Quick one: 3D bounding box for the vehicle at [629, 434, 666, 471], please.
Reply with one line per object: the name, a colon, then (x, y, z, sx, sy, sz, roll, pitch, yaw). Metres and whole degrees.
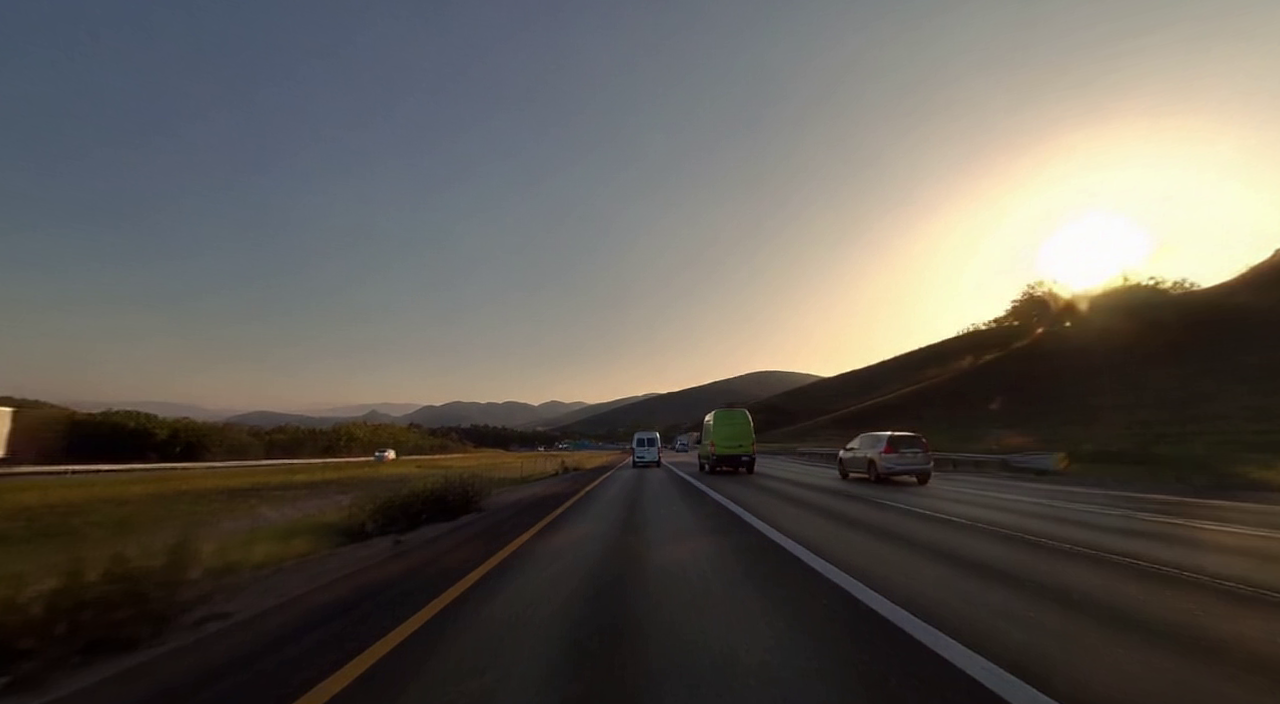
vehicle: (0.436, 6.202, 39.177, 2.131, 2.122, 4.473, 0, -8, 0)

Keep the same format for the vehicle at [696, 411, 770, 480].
vehicle: (3.898, 4.083, 27.643, 2.302, 2.670, 6.176, 0, -8, 0)

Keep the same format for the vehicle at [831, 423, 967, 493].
vehicle: (7.973, 3.326, 20.084, 2.240, 1.925, 4.854, 0, -8, 0)
